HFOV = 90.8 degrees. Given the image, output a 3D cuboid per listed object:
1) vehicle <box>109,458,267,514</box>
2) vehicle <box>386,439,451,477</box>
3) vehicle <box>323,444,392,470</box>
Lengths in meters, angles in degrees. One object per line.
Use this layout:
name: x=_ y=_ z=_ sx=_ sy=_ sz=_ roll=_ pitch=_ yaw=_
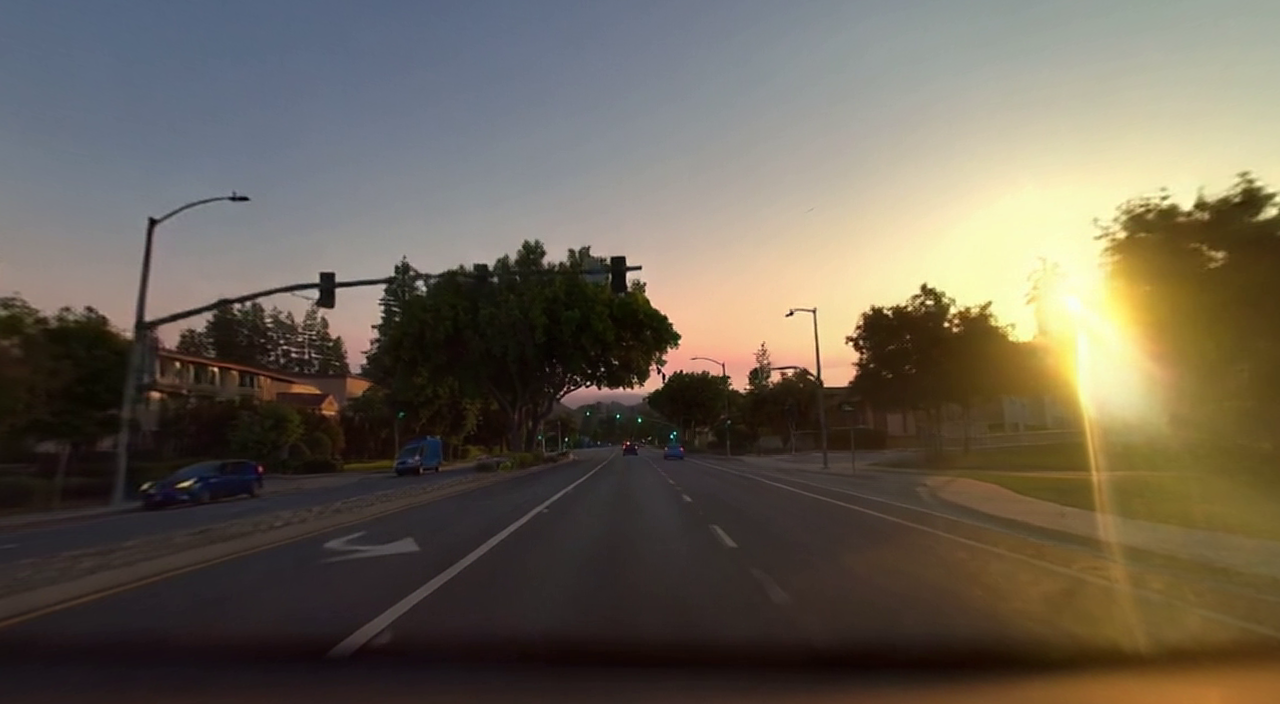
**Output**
vehicle: x=-14.081 y=4.154 z=20.050 sx=1.888 sy=1.470 sz=4.282 roll=0 pitch=-8 yaw=-1
vehicle: x=-13.871 y=6.636 z=39.954 sx=2.346 sy=2.217 sz=5.290 roll=0 pitch=-8 yaw=-2
vehicle: x=-21.243 y=7.890 z=47.572 sx=4.323 sy=1.678 sz=1.890 roll=-2 pitch=-7 yaw=-1
